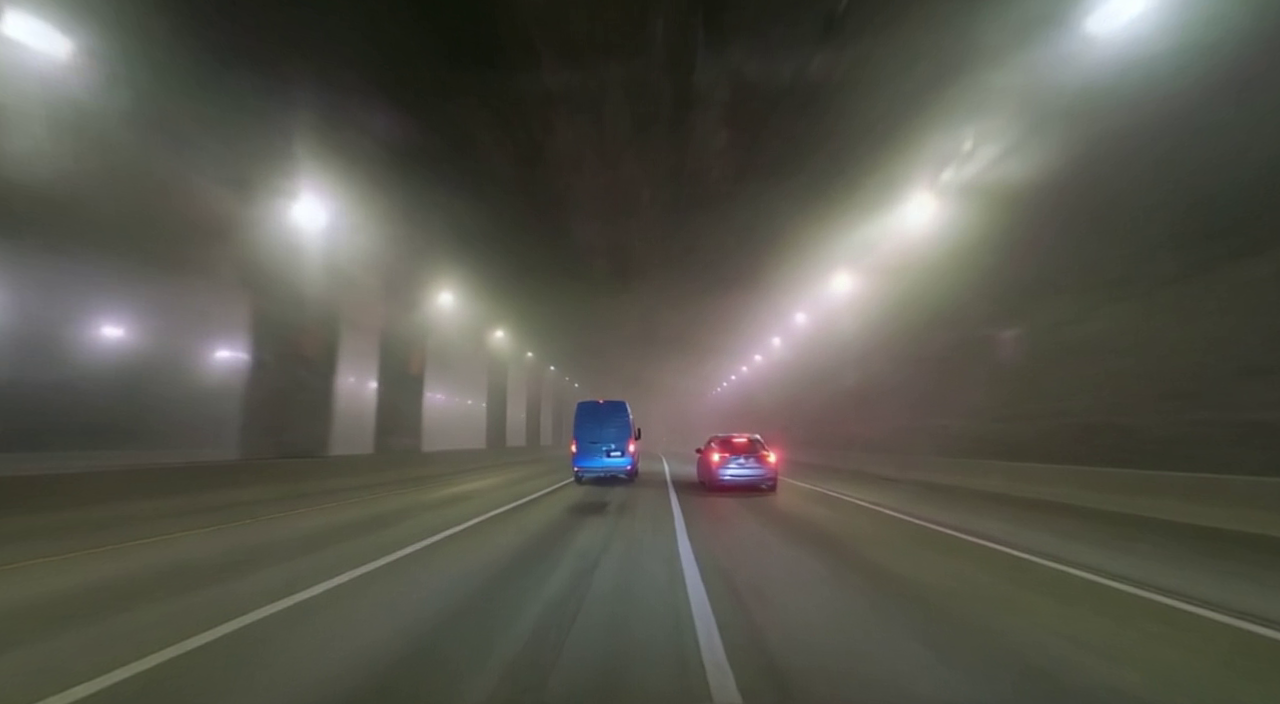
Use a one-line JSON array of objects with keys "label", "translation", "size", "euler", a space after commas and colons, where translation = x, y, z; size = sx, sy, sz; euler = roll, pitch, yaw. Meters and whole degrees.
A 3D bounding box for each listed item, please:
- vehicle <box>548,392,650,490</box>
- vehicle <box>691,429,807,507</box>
[{"label": "vehicle", "translation": [-1.017, 2.622, 18.708], "size": [2.404, 2.459, 5.229], "euler": [-1, -8, 3]}, {"label": "vehicle", "translation": [2.367, 2.624, 14.782], "size": [2.095, 1.553, 4.069], "euler": [-1, -8, 2]}]
